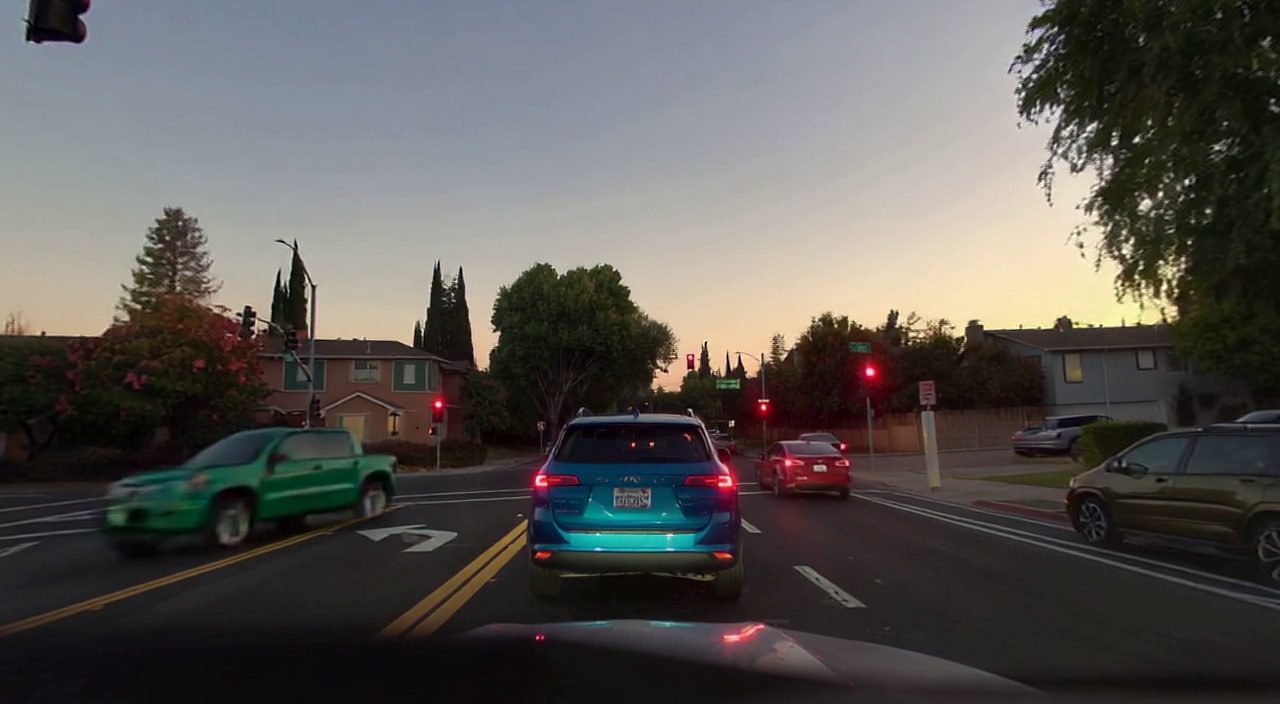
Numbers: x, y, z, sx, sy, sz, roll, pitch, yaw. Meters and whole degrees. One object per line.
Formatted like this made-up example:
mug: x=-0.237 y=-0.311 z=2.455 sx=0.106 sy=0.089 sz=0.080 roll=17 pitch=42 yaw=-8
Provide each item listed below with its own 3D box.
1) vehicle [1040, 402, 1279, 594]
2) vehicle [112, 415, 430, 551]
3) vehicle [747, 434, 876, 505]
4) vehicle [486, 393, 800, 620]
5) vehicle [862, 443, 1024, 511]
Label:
vehicle: x=7.026 y=1.535 z=7.046 sx=1.989 sy=1.791 sz=4.735 roll=0 pitch=-8 yaw=1
vehicle: x=-5.870 y=2.129 z=11.013 sx=2.059 sy=1.797 sz=4.824 roll=-2 pitch=-8 yaw=10
vehicle: x=4.143 y=2.914 z=16.145 sx=2.077 sy=1.527 sz=4.755 roll=0 pitch=-8 yaw=1
vehicle: x=0.049 y=1.468 z=6.937 sx=2.322 sy=1.667 sz=4.367 roll=0 pitch=-8 yaw=1
vehicle: x=7.293 y=3.011 z=15.799 sx=1.860 sy=1.436 sz=4.479 roll=0 pitch=-8 yaw=0
